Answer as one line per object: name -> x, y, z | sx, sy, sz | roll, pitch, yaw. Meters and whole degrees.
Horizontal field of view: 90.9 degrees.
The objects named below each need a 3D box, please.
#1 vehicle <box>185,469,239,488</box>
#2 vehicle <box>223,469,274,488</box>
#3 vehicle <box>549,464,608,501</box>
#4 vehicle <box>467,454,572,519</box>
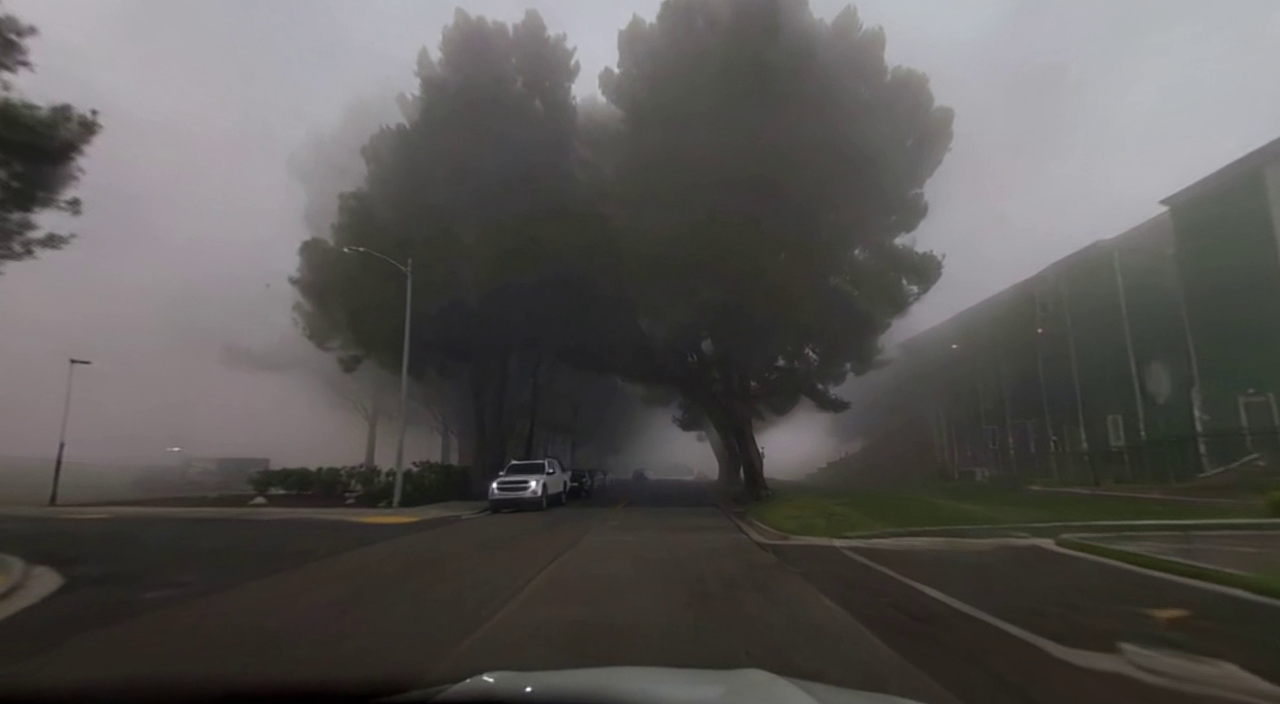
vehicle -> -33.157, 9.793, 48.894 | 1.576, 1.410, 3.430 | 0, -11, 5
vehicle -> -30.122, 9.784, 48.583 | 1.590, 1.392, 3.279 | 0, -11, 4
vehicle -> -2.777, 6.018, 29.325 | 1.903, 1.542, 4.115 | -2, -10, 7
vehicle -> -3.667, 4.220, 20.190 | 2.022, 1.776, 4.625 | -2, -10, 6
